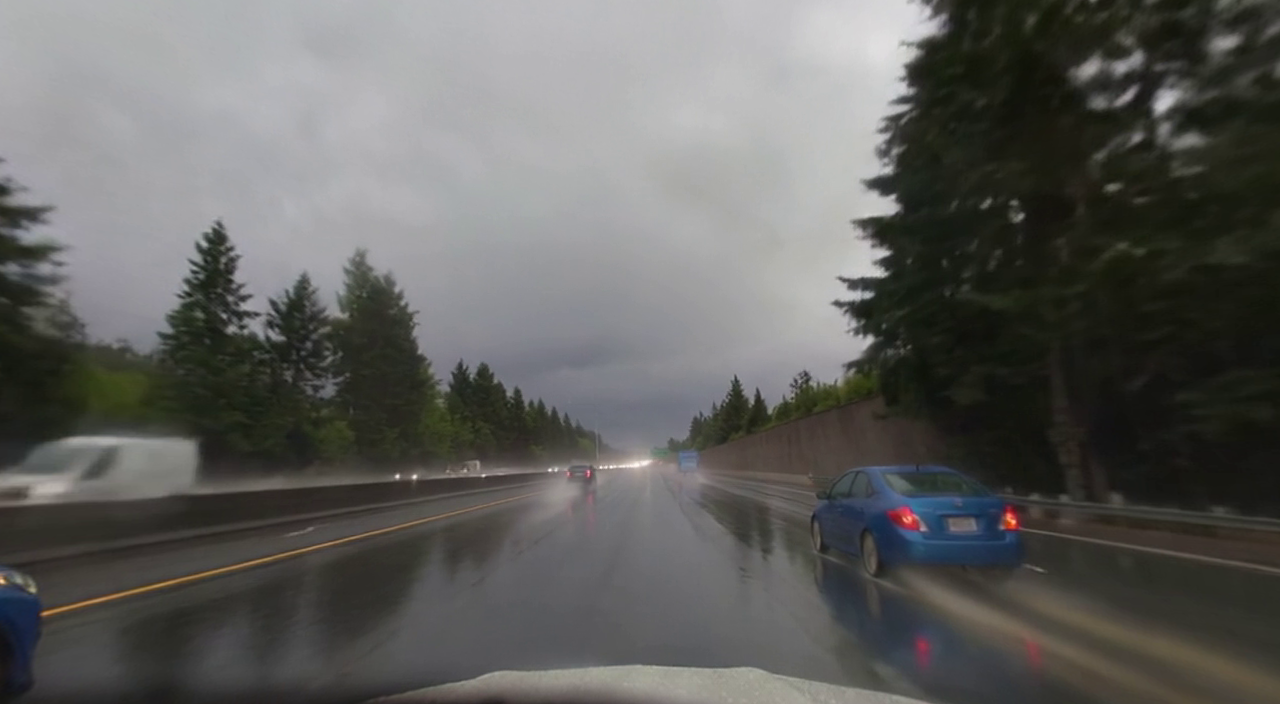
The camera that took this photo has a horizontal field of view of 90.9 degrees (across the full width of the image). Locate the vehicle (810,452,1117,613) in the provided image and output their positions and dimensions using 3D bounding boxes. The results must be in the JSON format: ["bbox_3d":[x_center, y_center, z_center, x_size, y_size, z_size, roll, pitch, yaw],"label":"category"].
[{"bbox_3d":[3.756,2.156,8.253,1.938,1.561,3.786,1,-10,-1],"label":"vehicle"}]

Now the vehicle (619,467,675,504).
[{"bbox_3d":[0.301,5.758,27.392,2.241,1.425,3.973,1,-10,1],"label":"vehicle"}]

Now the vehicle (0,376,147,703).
[{"bbox_3d":[-3.971,0.681,1.493,1.999,1.659,4.340,1,-10,0],"label":"vehicle"}]

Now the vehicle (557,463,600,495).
[{"bbox_3d":[-3.593,7.530,37.569,2.021,1.706,4.247,0,-10,1],"label":"vehicle"}]
